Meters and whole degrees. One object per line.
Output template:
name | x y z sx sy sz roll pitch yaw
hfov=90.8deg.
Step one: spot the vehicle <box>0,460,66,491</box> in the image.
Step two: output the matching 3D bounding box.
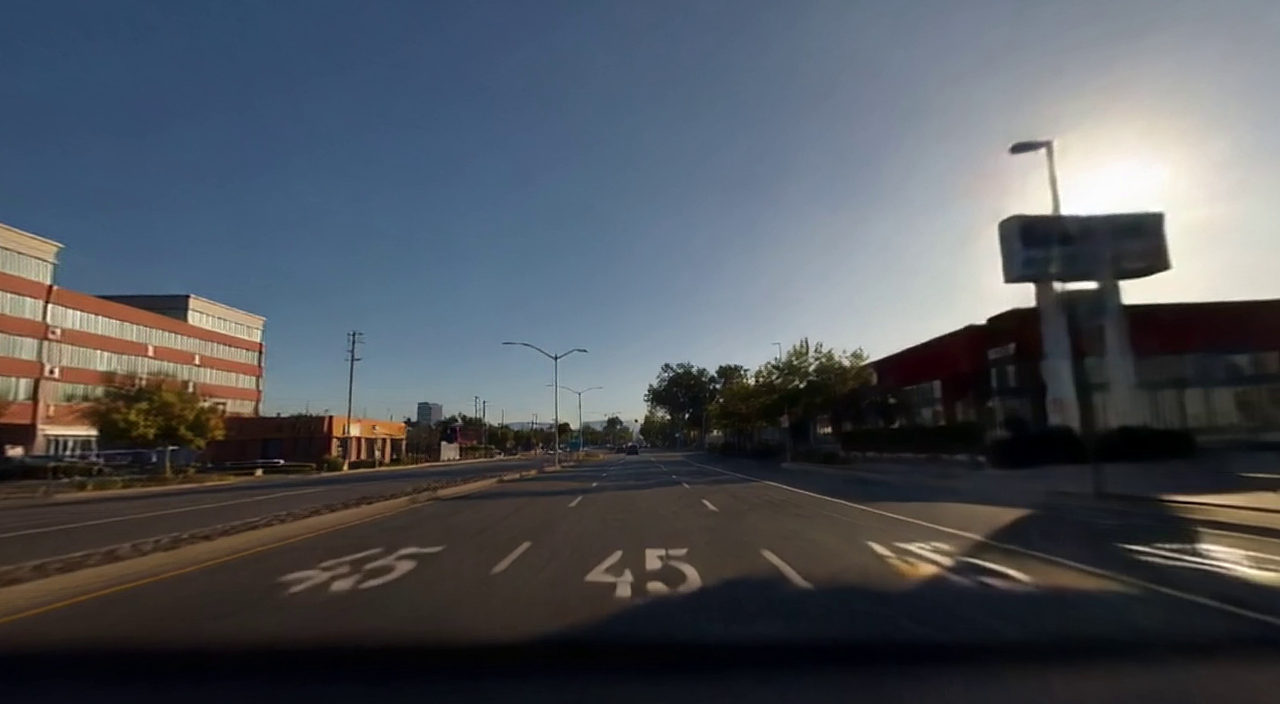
vehicle | -32.986 6.418 32.778 1.809 1.448 4.747 0 -8 2
